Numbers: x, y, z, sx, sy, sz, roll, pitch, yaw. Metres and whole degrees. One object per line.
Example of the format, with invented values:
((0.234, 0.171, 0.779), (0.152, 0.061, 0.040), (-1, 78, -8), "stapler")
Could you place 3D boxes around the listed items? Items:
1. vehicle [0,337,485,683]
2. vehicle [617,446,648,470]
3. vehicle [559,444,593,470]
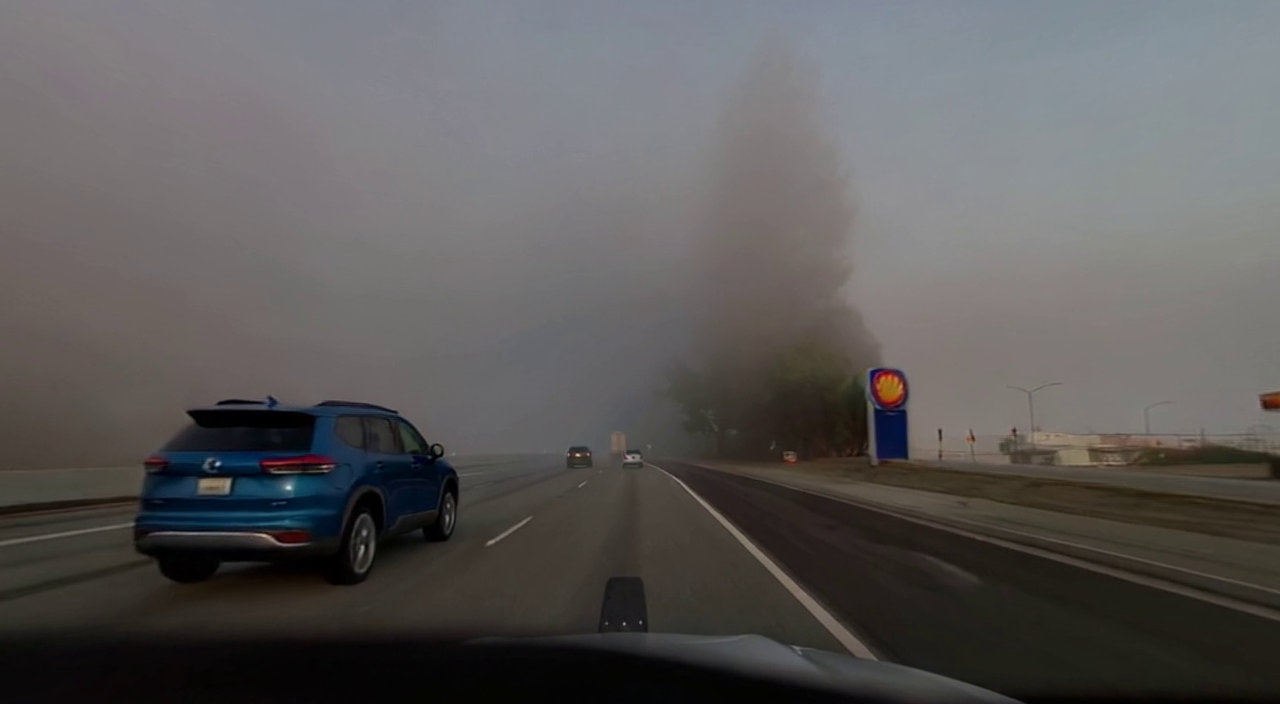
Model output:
((-3.906, 1.381, 6.934), (2.694, 2.081, 6.099), (0, -8, 1), "vehicle")
((-0.550, 7.415, 44.333), (1.982, 1.524, 3.800), (0, -8, -3), "vehicle")
((-4.931, 8.195, 49.404), (2.273, 1.884, 4.515), (0, -8, -1), "vehicle")
